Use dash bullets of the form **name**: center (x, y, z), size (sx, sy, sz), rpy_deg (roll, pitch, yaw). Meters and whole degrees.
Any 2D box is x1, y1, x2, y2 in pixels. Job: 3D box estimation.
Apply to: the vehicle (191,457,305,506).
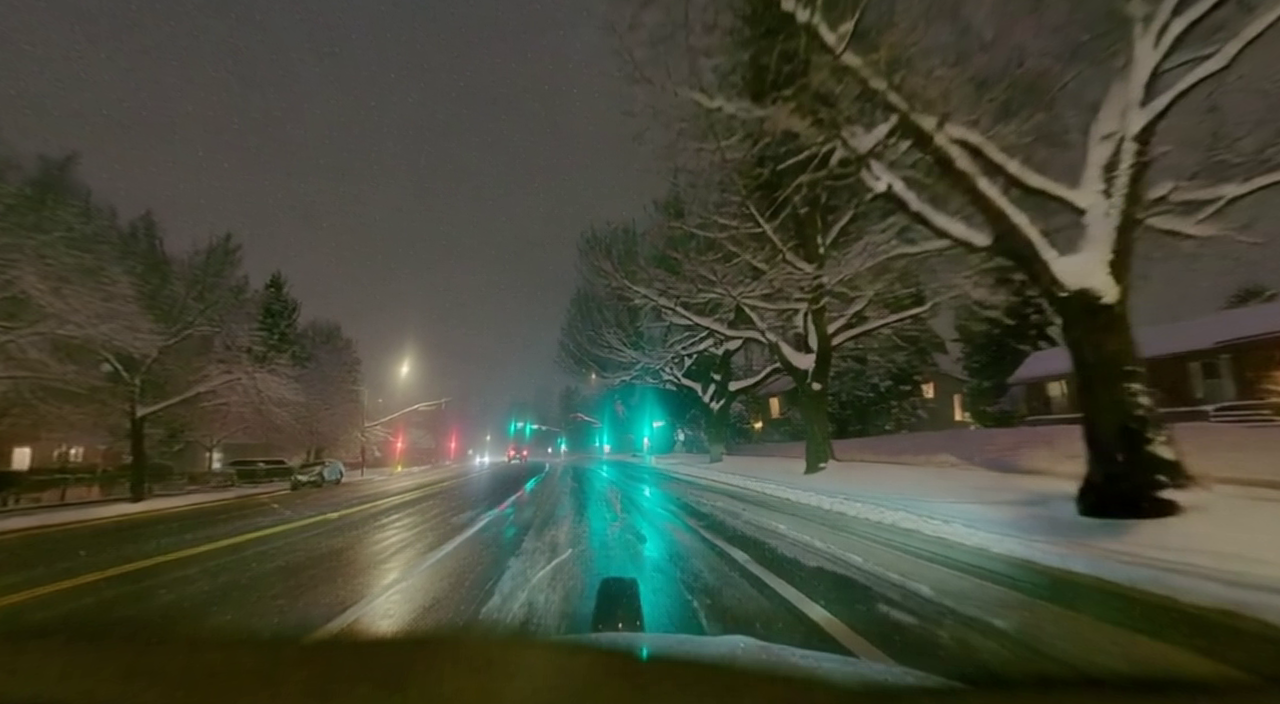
- **vehicle**: center (-16.717, 5.511, 27.354), size (2.029, 1.726, 5.366), rpy_deg (-4, -9, -6)
